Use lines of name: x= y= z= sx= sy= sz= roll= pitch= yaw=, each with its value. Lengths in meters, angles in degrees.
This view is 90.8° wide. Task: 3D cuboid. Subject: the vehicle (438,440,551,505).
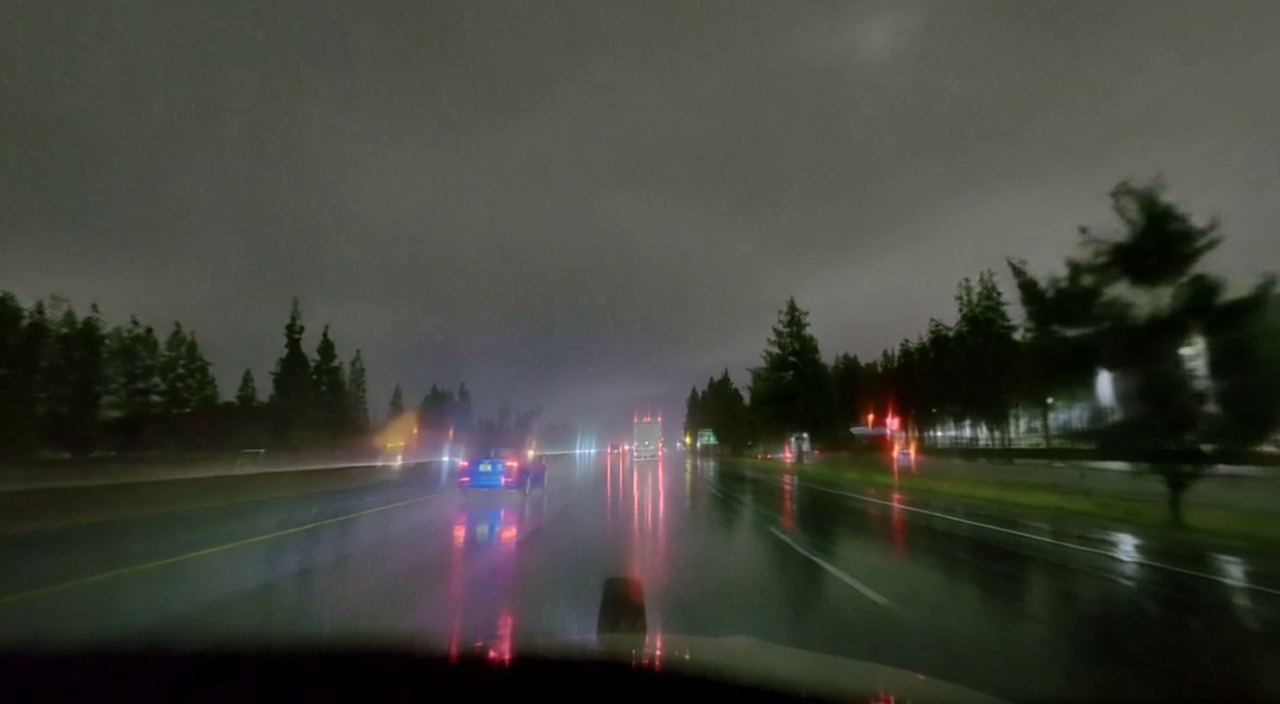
vehicle: x=-3.865 y=3.297 z=17.720 sx=1.999 sy=1.533 sz=4.870 roll=0 pitch=-9 yaw=0
